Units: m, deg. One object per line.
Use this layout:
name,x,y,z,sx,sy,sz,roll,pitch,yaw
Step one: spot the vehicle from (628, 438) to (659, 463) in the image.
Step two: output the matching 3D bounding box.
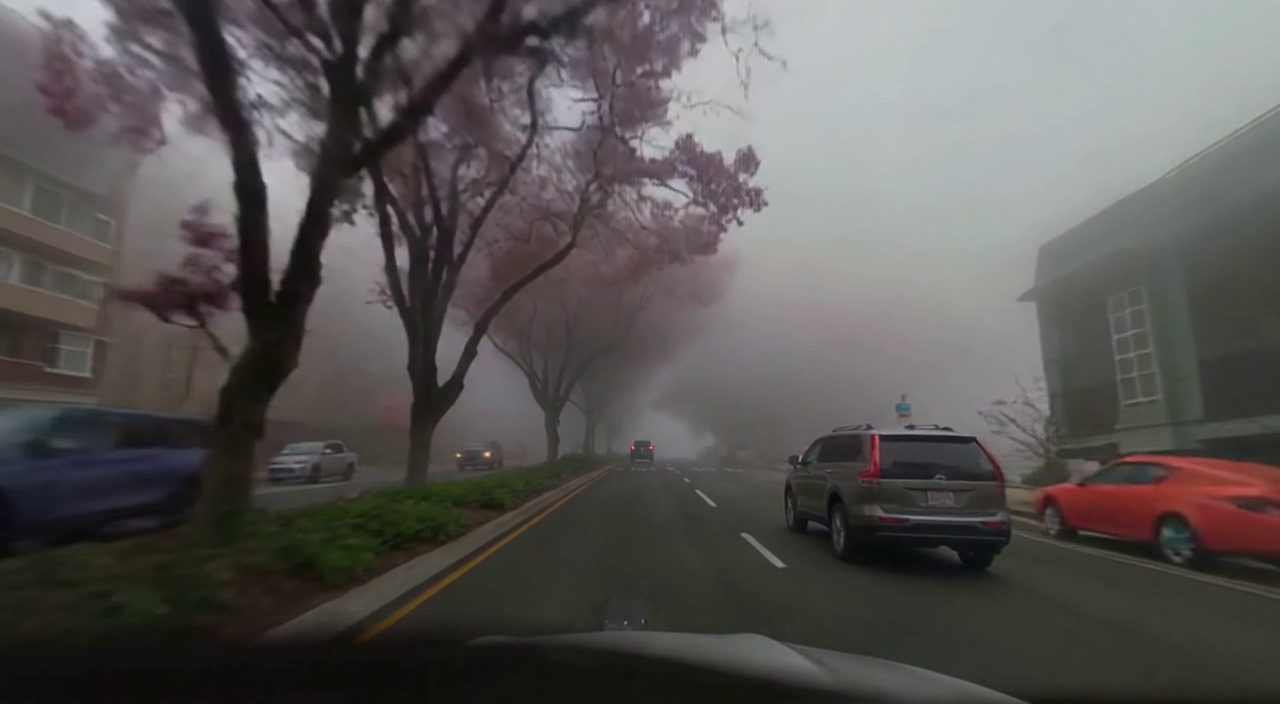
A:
vehicle,0.271,7.366,47.314,2.244,1.813,4.129,0,-8,1

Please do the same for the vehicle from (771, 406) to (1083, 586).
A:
vehicle,3.289,1.743,8.513,2.071,1.747,4.549,0,-8,0

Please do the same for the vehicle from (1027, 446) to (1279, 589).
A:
vehicle,7.651,2.061,8.765,1.821,1.462,4.382,0,-8,1

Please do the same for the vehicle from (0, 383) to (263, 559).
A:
vehicle,-8.069,1.535,8.512,2.249,1.898,5.815,0,-8,1

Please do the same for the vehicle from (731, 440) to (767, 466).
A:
vehicle,7.903,7.362,46.090,1.895,1.799,4.265,0,-8,0

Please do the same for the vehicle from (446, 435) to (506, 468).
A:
vehicle,-8.791,5.398,34.233,2.042,1.654,4.504,0,-8,0

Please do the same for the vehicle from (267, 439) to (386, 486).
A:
vehicle,-11.371,4.027,23.305,2.053,1.545,4.417,0,-8,1
